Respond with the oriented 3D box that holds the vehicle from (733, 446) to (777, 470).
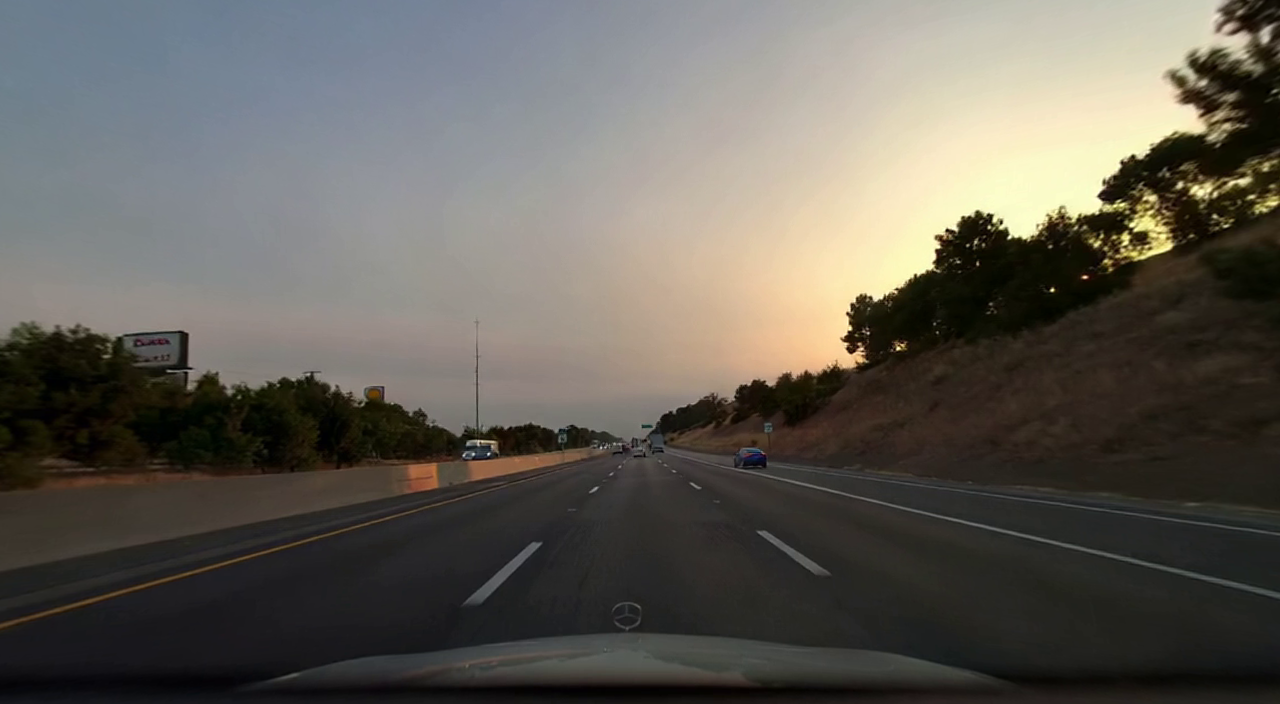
[{"bbox_3d":[7.466,6.917,41.336,1.967,1.472,3.751,0,-9,-3],"label":"vehicle"}]
